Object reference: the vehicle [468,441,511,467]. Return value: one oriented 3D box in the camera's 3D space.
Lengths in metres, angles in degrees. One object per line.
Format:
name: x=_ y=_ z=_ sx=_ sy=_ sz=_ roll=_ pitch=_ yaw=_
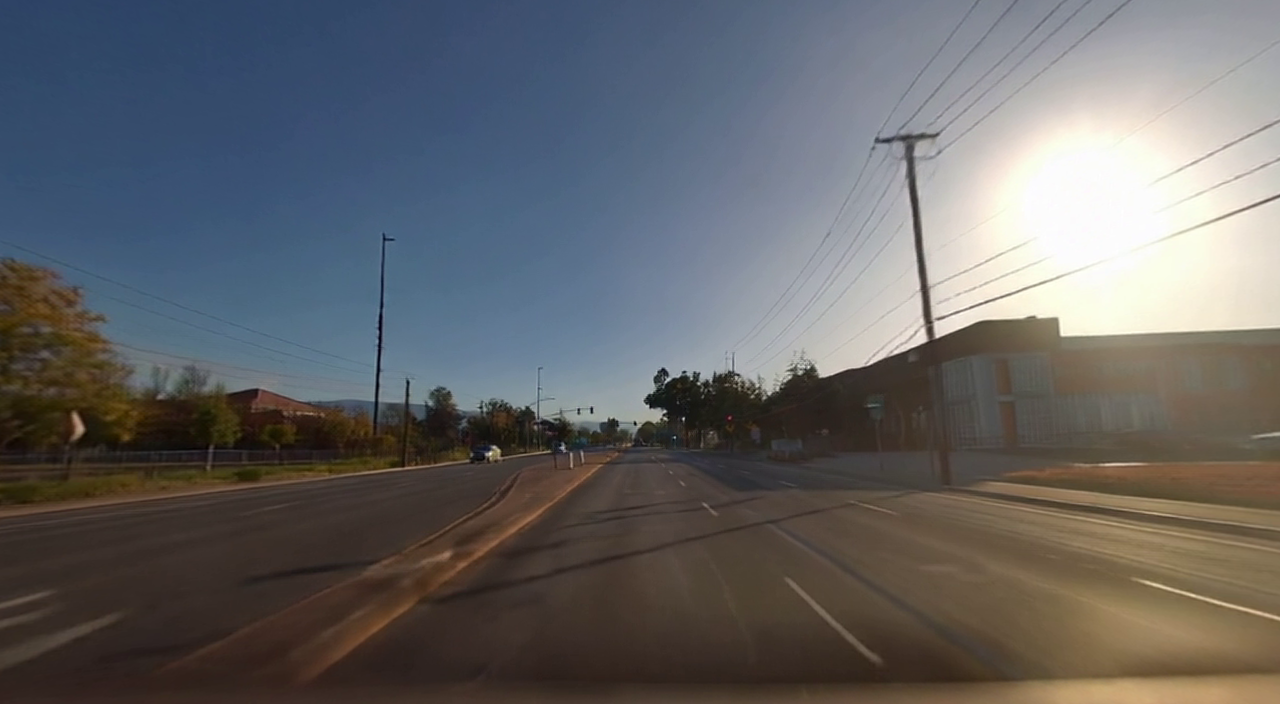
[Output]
vehicle: x=-10.675 y=7.262 z=45.115 sx=1.923 sy=1.702 sz=4.387 roll=0 pitch=-8 yaw=1
